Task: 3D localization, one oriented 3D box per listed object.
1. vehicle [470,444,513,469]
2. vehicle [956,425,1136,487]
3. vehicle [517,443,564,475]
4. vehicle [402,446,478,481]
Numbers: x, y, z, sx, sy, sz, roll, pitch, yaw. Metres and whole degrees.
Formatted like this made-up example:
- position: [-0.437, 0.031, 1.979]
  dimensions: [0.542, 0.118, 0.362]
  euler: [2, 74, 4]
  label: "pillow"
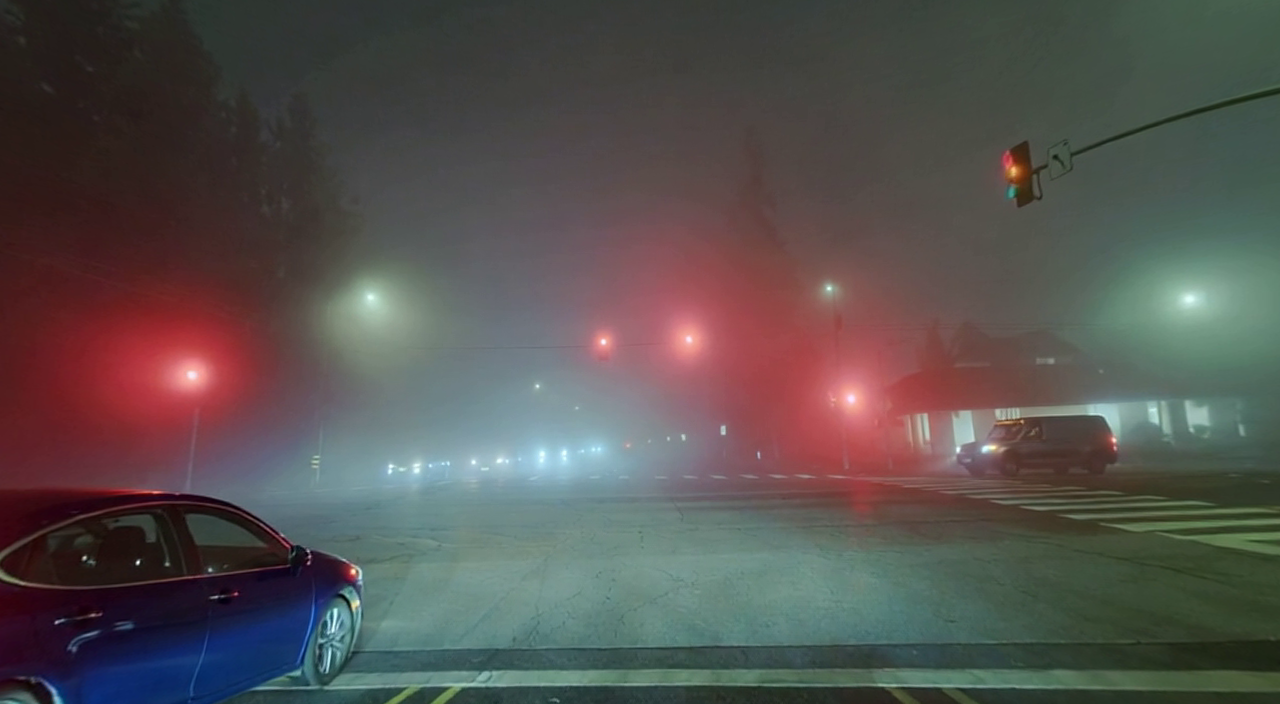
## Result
- position: [-9.019, 6.371, 38.755]
  dimensions: [1.779, 1.460, 4.463]
  euler: [0, -9, -3]
  label: "vehicle"
- position: [14.843, 3.760, 23.123]
  dimensions: [5.910, 2.046, 2.228]
  euler: [3, -9, -19]
  label: "vehicle"
- position: [-4.788, 5.188, 30.908]
  dimensions: [1.846, 1.416, 4.228]
  euler: [0, -9, -3]
  label: "vehicle"
- position: [-9.008, 5.030, 28.879]
  dimensions: [2.024, 1.460, 4.381]
  euler: [0, -9, 0]
  label: "vehicle"
